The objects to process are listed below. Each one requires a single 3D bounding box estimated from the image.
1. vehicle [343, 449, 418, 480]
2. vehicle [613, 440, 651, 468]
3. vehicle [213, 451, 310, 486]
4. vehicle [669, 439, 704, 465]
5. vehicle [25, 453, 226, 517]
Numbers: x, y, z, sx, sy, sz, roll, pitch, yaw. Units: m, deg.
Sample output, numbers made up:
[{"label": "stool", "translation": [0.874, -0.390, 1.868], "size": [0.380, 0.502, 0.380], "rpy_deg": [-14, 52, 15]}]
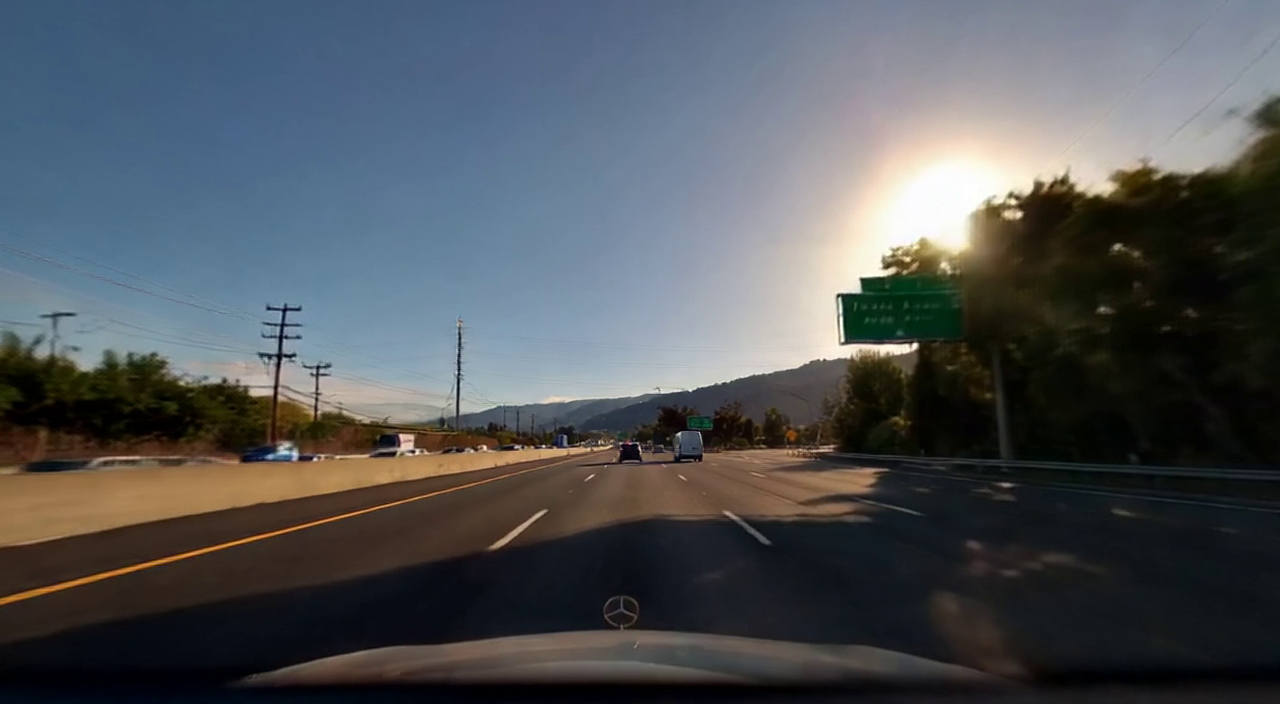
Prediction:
[{"label": "vehicle", "translation": [-13.565, 5.866, 33.314], "size": [1.969, 1.481, 4.595], "rpy_deg": [0, -9, 0]}, {"label": "vehicle", "translation": [-0.533, 6.639, 41.416], "size": [2.325, 1.712, 4.592], "rpy_deg": [0, -9, -1]}, {"label": "vehicle", "translation": [-21.449, 6.590, 36.189], "size": [2.125, 1.793, 5.662], "rpy_deg": [0, -9, -1]}, {"label": "vehicle", "translation": [3.324, 7.264, 45.951], "size": [2.036, 1.796, 4.470], "rpy_deg": [0, -9, -2]}, {"label": "vehicle", "translation": [-13.571, 3.485, 17.093], "size": [1.848, 1.457, 4.283], "rpy_deg": [0, -9, -1]}]
